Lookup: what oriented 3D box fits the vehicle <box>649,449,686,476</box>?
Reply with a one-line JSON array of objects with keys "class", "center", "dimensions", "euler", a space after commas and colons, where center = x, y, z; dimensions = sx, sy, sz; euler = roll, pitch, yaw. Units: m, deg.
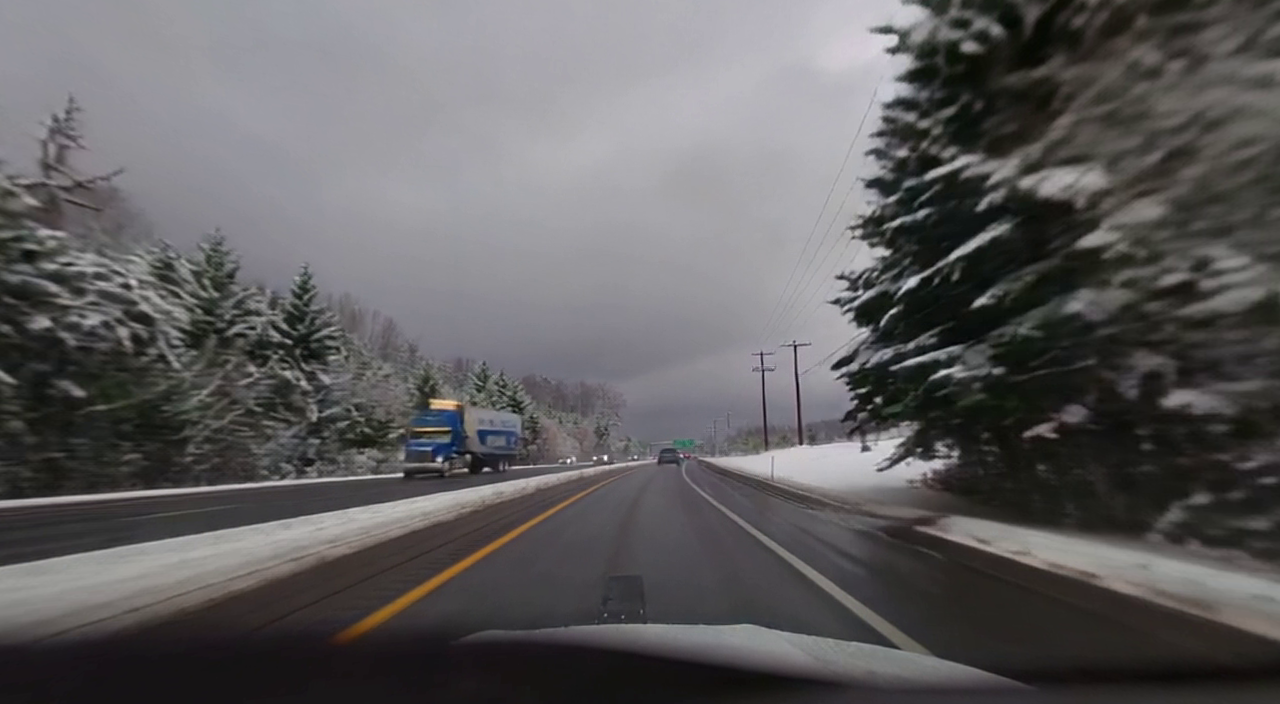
[{"class": "vehicle", "center": [1.626, 6.527, 37.356], "dimensions": [2.080, 1.486, 3.813], "euler": [-1, -9, 3]}]

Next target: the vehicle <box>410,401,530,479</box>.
[{"class": "vehicle", "center": [-9.293, 5.198, 36.436], "dimensions": [3.005, 3.782, 10.956], "euler": [-1, -9, 5]}]
